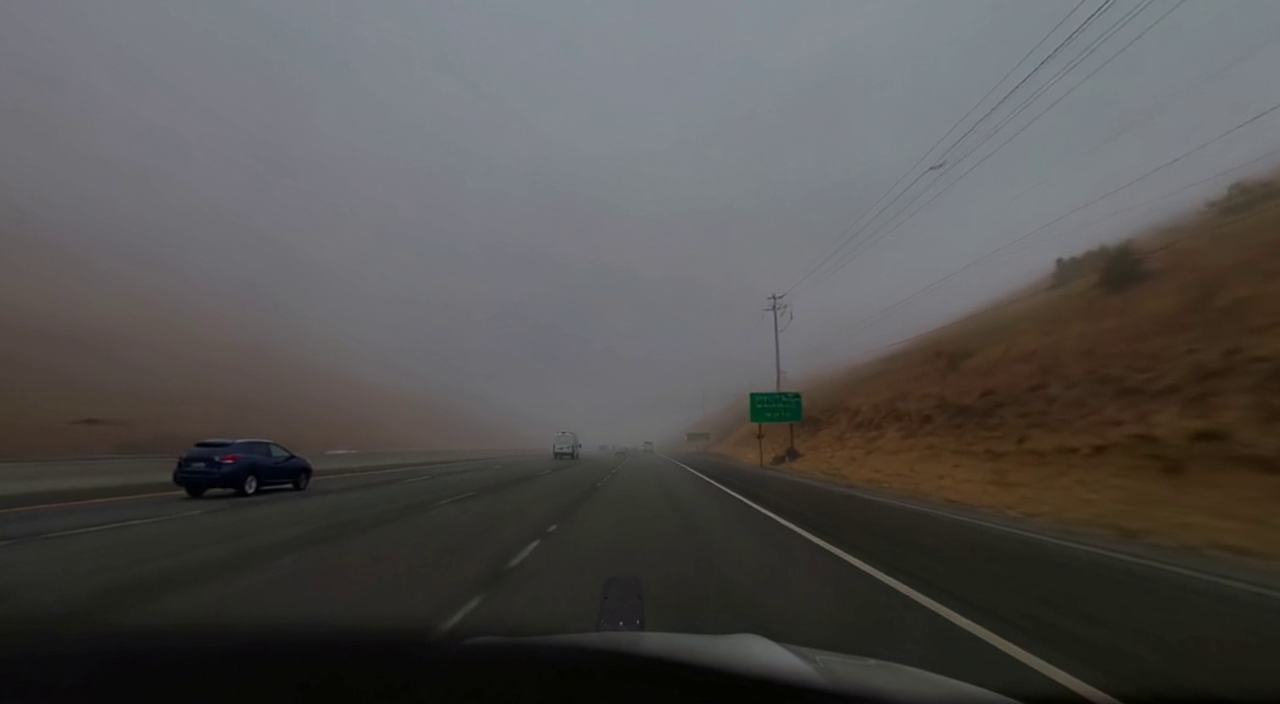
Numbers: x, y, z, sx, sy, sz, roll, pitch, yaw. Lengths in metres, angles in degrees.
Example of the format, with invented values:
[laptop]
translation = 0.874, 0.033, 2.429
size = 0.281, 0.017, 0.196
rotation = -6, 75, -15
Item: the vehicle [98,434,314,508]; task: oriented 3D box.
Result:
[vehicle]
translation = -10.648, 2.928, 16.071
size = 1.971, 1.558, 4.847
rotation = 0, -9, 1
